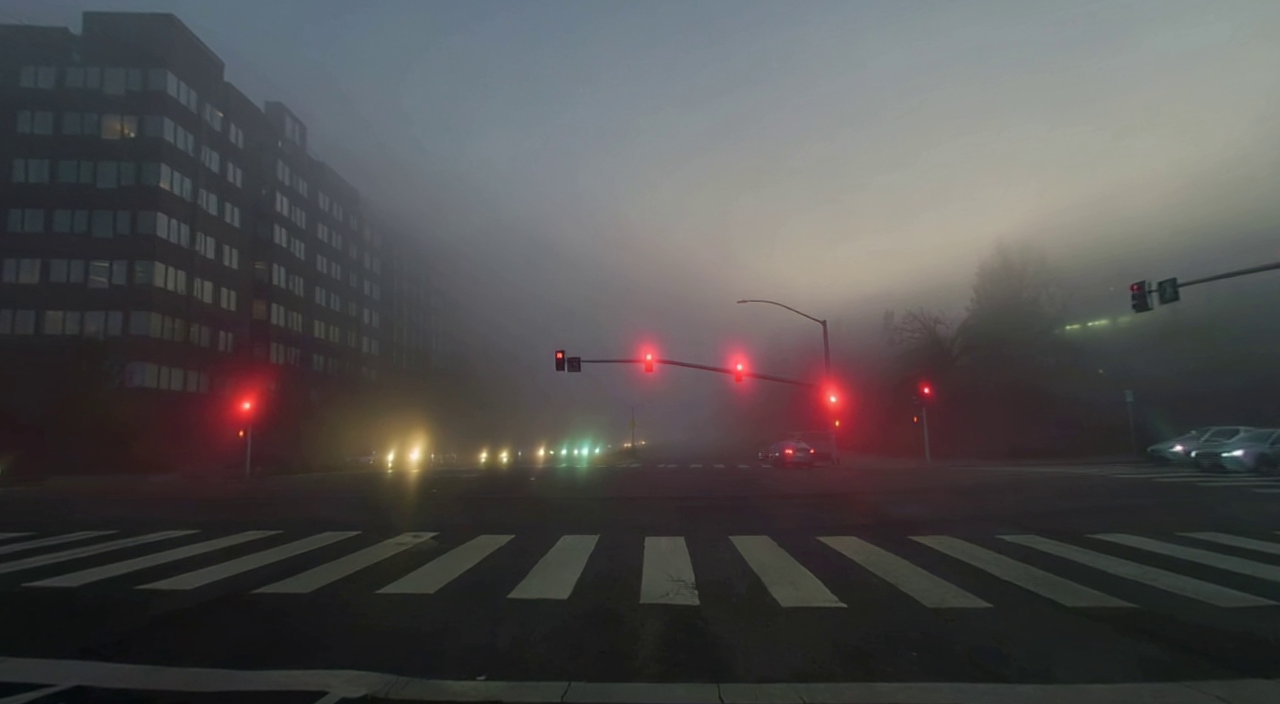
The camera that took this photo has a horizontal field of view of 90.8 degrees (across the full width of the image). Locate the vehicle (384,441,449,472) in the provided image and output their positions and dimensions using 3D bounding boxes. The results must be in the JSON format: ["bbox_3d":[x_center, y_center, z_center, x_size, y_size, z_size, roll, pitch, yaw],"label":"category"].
[{"bbox_3d":[-15.145,7.123,43.248,2.340,1.946,5.450,-1,-9,1],"label":"vehicle"}]

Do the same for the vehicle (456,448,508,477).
[{"bbox_3d":[-7.697,5.391,31.185,1.910,1.288,4.093,1,-9,-6],"label":"vehicle"}]

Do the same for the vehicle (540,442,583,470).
[{"bbox_3d":[-4.282,5.784,35.311,2.109,1.461,4.637,0,-9,-4],"label":"vehicle"}]

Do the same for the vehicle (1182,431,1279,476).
[{"bbox_3d":[22.311,3.565,22.365,4.474,1.477,1.908,0,-9,-3],"label":"vehicle"}]

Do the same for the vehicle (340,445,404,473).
[{"bbox_3d":[-18.559,7.412,44.081,2.237,1.842,5.116,0,-9,0],"label":"vehicle"}]
